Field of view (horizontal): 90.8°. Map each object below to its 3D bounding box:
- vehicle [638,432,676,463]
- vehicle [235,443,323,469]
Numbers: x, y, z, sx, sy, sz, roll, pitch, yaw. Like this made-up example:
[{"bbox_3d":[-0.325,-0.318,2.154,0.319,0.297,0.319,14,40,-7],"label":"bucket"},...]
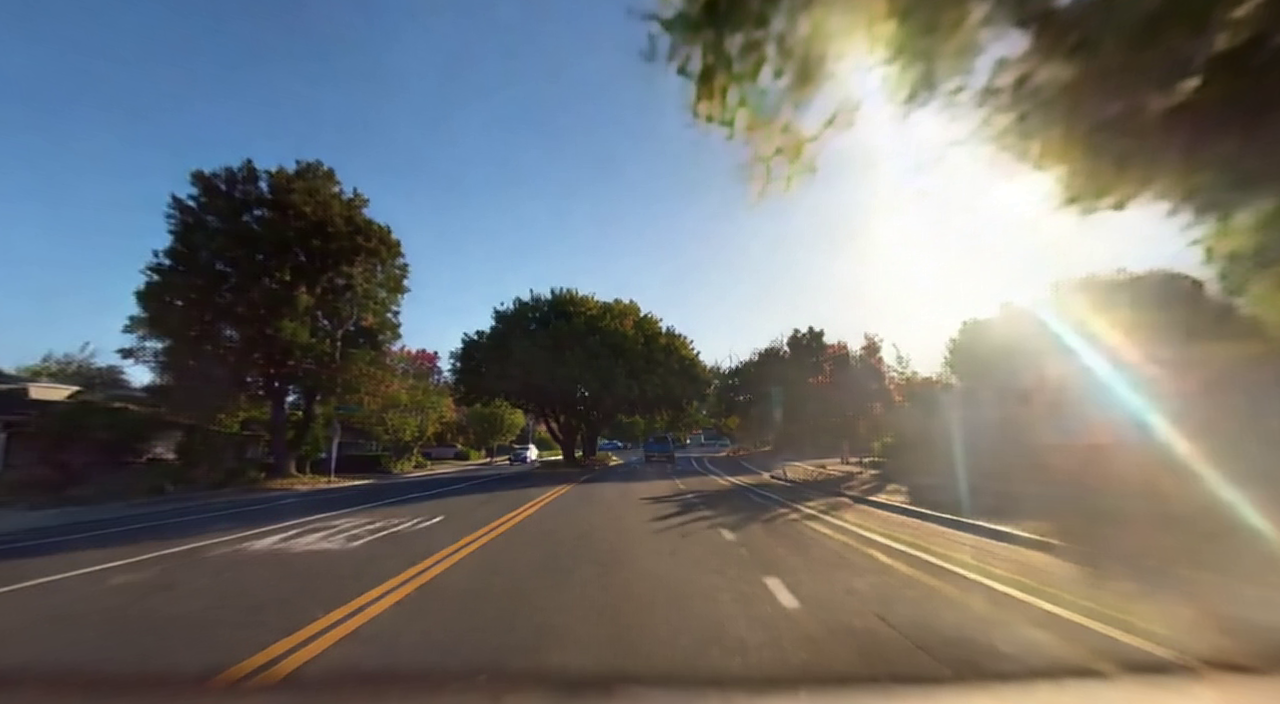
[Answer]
[{"bbox_3d":[1.200,6.324,41.964,2.153,1.942,4.767,-1,-8,6],"label":"vehicle"},{"bbox_3d":[-25.774,7.447,45.271,4.975,1.732,2.165,2,-9,-13],"label":"vehicle"}]
